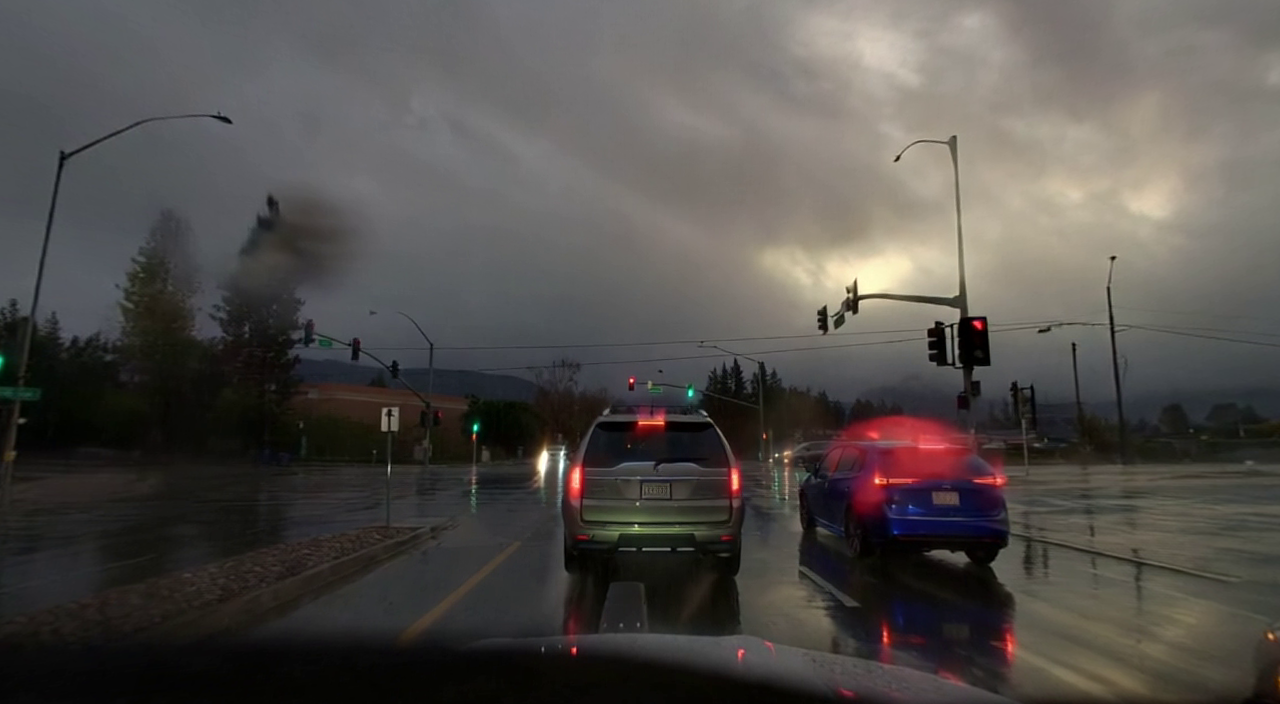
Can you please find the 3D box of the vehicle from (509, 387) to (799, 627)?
[{"bbox_3d":[0.102,1.494,7.060,2.170,1.793,4.468,0,-8,0],"label":"vehicle"}]

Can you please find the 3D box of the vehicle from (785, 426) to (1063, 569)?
[{"bbox_3d":[3.521,1.861,8.885,1.861,1.495,4.215,0,-8,-1],"label":"vehicle"}]

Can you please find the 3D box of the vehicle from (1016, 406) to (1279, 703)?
[{"bbox_3d":[3.157,0.815,1.416,1.924,1.466,4.461,0,-8,1],"label":"vehicle"}]
